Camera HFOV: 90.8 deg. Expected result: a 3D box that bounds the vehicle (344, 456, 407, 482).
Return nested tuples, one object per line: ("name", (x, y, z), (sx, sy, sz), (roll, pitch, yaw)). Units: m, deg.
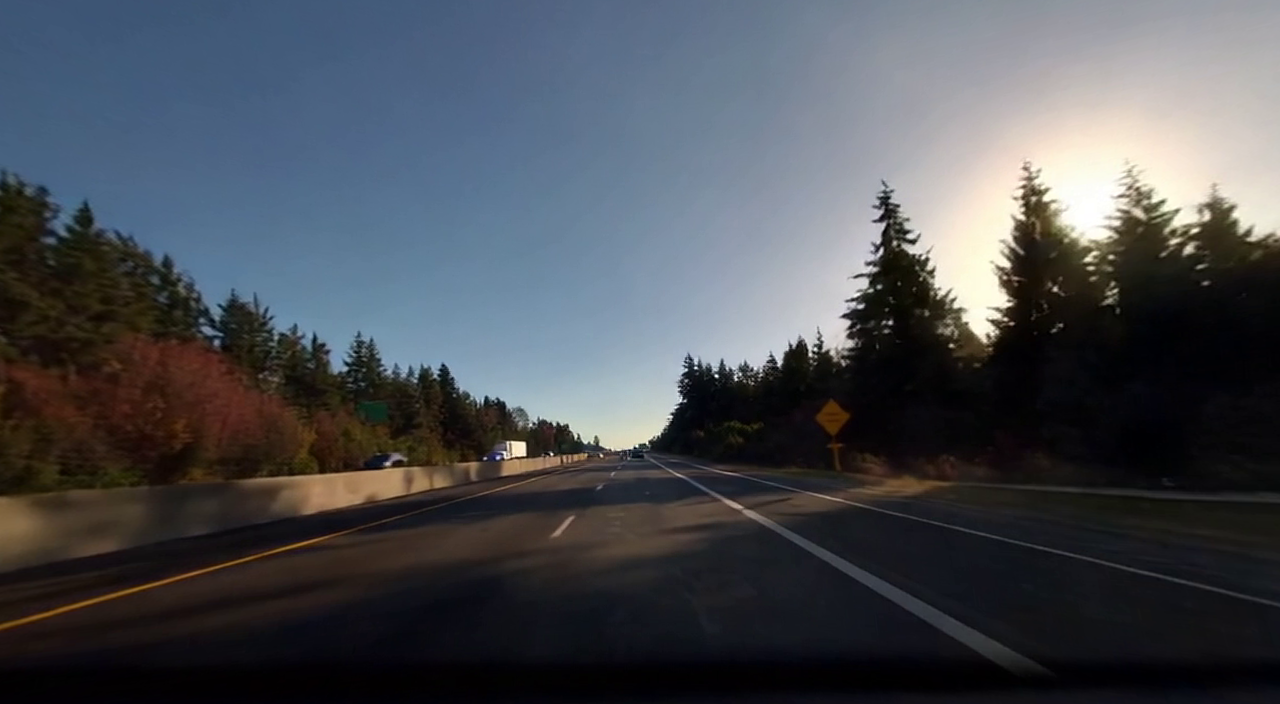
("vehicle", (-16.514, 7.321, 39.720), (1.976, 1.499, 4.566), (0, -9, 0))
